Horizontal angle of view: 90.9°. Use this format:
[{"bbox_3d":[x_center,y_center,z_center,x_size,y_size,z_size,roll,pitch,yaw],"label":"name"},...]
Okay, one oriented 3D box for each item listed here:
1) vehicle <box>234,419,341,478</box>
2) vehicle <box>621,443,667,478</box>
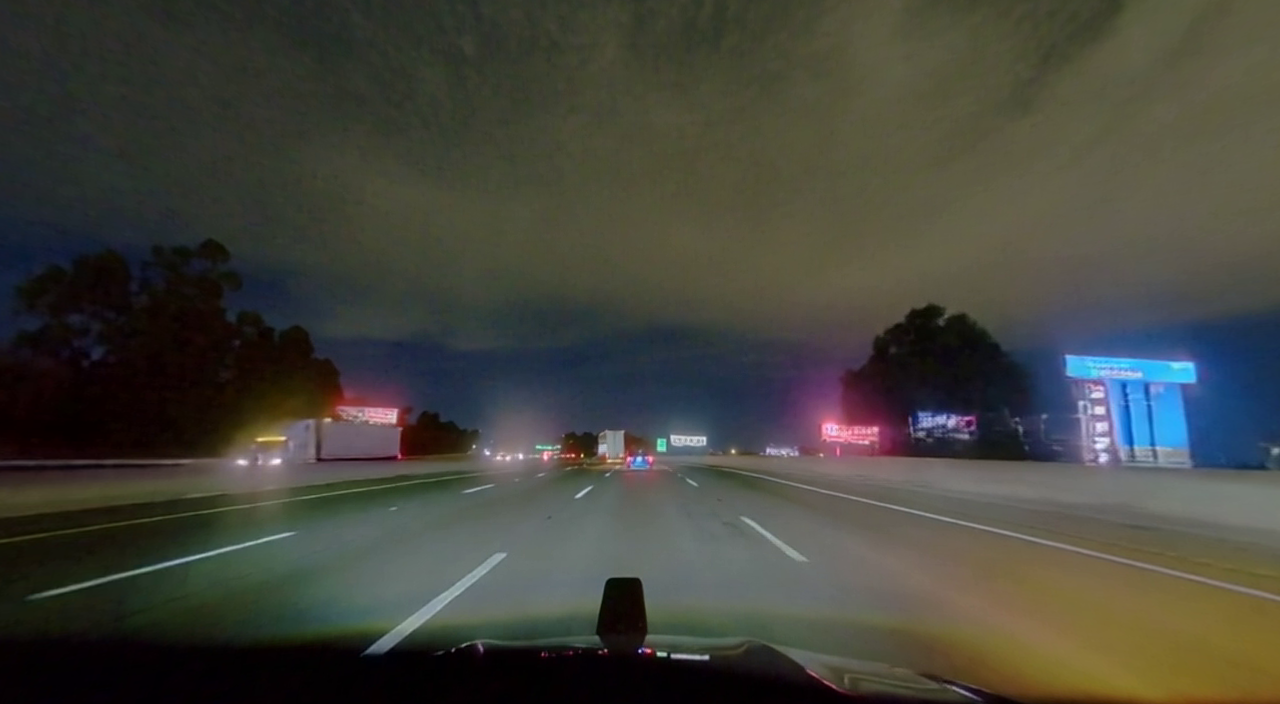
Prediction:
[{"bbox_3d":[-25.325,7.003,45.985,3.016,3.920,8.421,0,-8,-1],"label":"vehicle"},{"bbox_3d":[0.107,5.155,30.196,2.042,1.528,4.300,0,-8,-2],"label":"vehicle"}]
